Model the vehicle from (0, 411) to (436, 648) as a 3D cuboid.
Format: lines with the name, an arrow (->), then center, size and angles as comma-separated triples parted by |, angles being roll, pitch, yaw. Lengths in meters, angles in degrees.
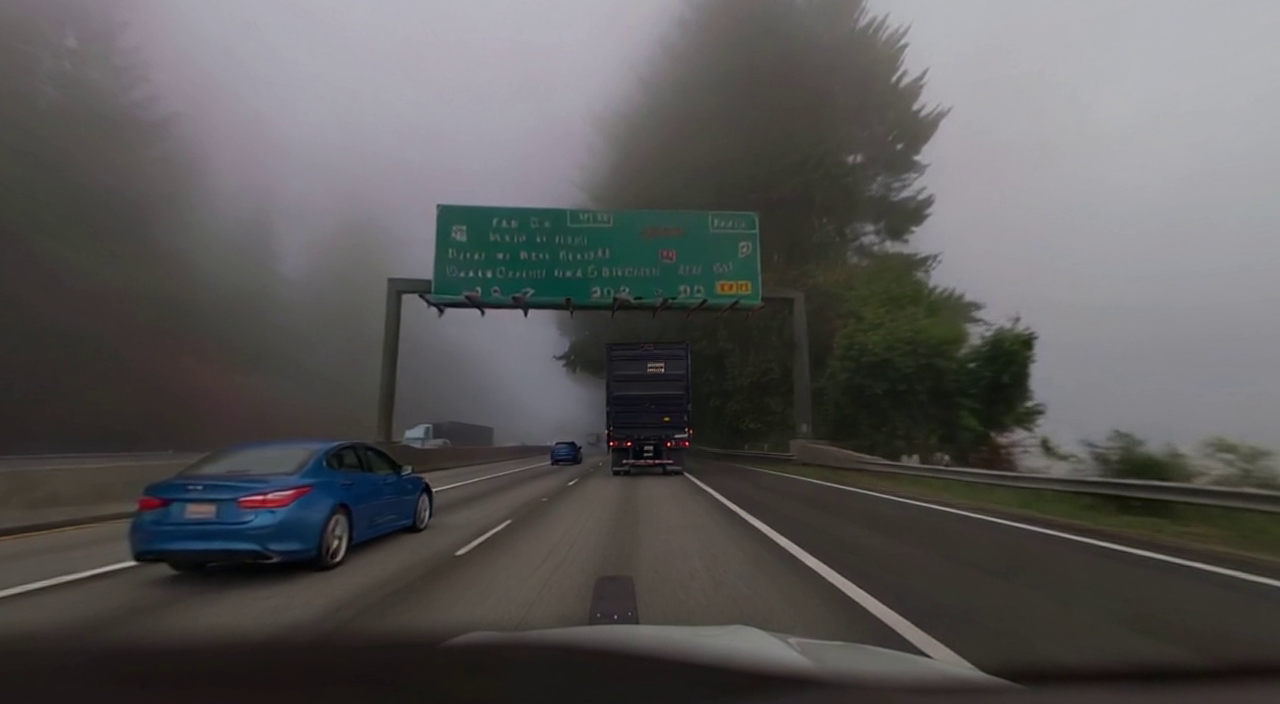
vehicle -> -4.071, 1.544, 6.712 | 2.116, 1.571, 4.849 | 0, -8, 1

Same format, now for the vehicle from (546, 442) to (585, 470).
vehicle -> -4.374, 6.163, 37.583 | 1.854, 1.530, 4.268 | 0, -8, 0

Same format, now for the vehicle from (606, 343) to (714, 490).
vehicle -> 0.543, 2.569, 23.370 | 3.073, 4.196, 10.546 | 0, -8, 0
